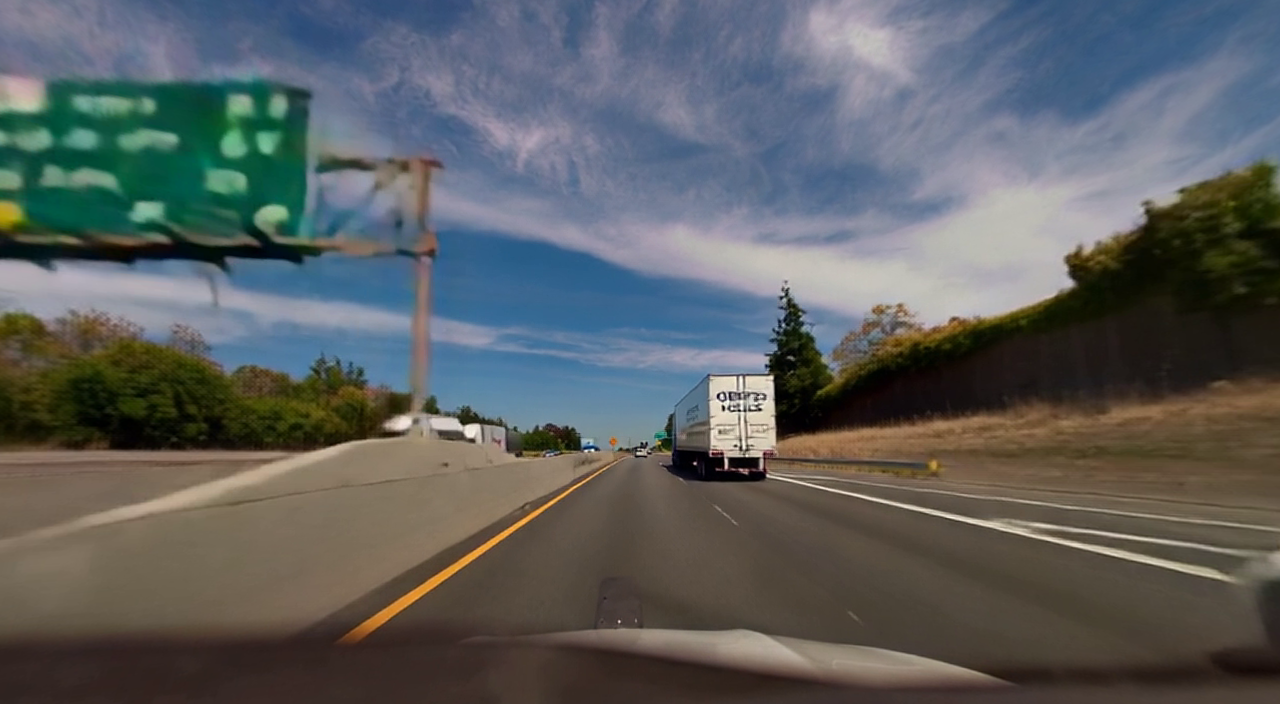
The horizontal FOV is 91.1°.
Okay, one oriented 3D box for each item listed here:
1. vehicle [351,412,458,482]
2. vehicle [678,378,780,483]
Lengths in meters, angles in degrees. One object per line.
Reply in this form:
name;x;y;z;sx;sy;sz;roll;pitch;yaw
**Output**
vehicle;-12.811;5.316;35.120;2.901;3.451;7.721;0;-9;0
vehicle;3.856;4.150;31.549;2.926;4.060;14.068;0;-9;-1
